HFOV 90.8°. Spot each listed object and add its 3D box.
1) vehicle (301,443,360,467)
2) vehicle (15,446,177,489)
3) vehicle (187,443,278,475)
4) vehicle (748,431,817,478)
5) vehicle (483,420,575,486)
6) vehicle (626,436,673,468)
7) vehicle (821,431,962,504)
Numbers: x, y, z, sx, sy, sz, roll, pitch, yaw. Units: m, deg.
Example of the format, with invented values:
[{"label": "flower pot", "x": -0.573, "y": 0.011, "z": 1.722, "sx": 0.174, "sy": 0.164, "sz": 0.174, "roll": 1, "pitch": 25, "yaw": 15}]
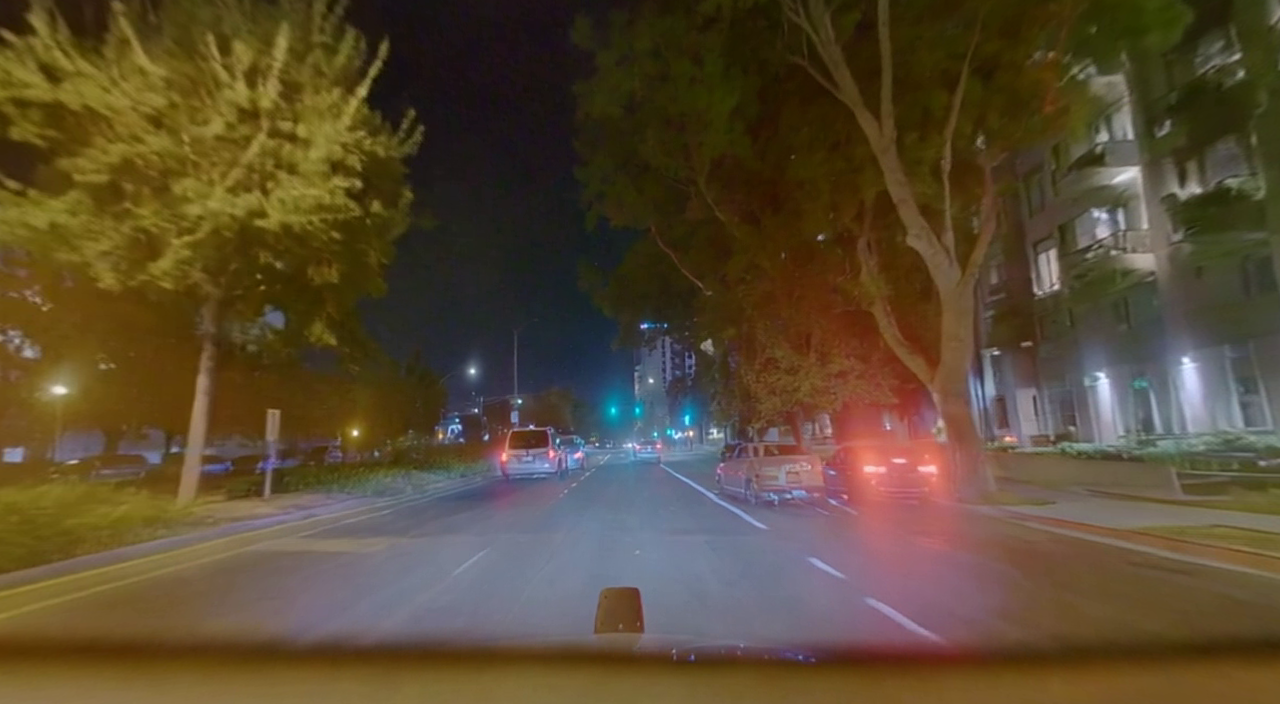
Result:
[{"label": "vehicle", "x": -22.558, "y": 7.524, "z": 46.255, "sx": 2.148, "sy": 1.607, "sz": 4.428, "roll": 0, "pitch": -8, "yaw": -1}, {"label": "vehicle", "x": -22.073, "y": 4.675, "z": 26.021, "sx": 2.111, "sy": 1.554, "sz": 5.163, "roll": 0, "pitch": -8, "yaw": 0}, {"label": "vehicle", "x": -22.342, "y": 5.878, "z": 34.876, "sx": 1.910, "sy": 1.632, "sz": 4.624, "roll": 0, "pitch": -8, "yaw": 0}, {"label": "vehicle", "x": 6.308, "y": 4.598, "z": 28.491, "sx": 1.997, "sy": 1.943, "sz": 4.409, "roll": 0, "pitch": -8, "yaw": -1}, {"label": "vehicle", "x": -3.606, "y": 3.401, "z": 21.502, "sx": 2.223, "sy": 1.957, "sz": 4.845, "roll": 0, "pitch": -8, "yaw": 0}, {"label": "vehicle", "x": 0.416, "y": 5.317, "z": 33.651, "sx": 2.201, "sy": 1.589, "sz": 3.843, "roll": 0, "pitch": -9, "yaw": -4}, {"label": "vehicle", "x": 6.579, "y": 3.057, "z": 17.094, "sx": 2.164, "sy": 1.727, "sz": 3.955, "roll": 0, "pitch": -8, "yaw": 0}]
